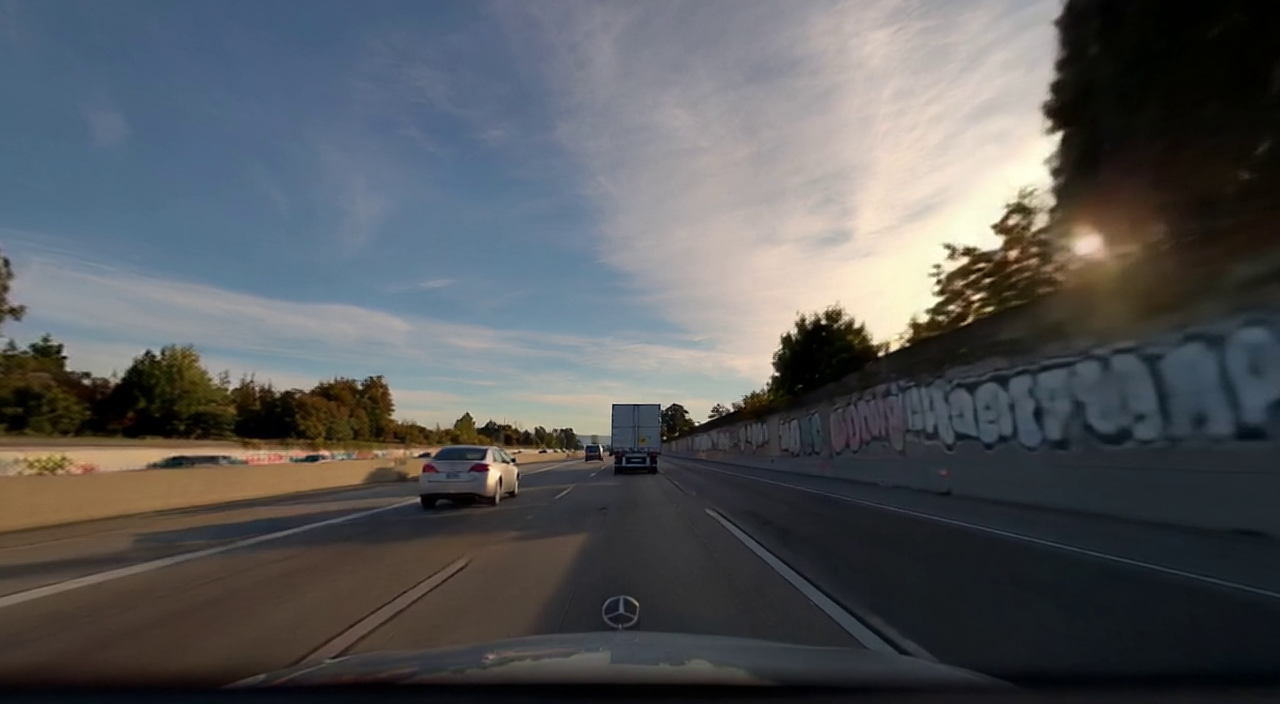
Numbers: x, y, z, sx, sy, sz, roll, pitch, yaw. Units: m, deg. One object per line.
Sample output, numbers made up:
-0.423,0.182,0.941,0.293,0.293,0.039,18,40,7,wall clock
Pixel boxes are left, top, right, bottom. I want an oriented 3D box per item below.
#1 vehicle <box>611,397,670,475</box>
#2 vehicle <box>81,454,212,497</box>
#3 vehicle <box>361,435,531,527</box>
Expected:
-0.122,5.158,37.803,3.042,4.023,10.832,0,-9,-2,vehicle
-19.458,4.836,24.973,1.853,1.495,4.151,0,-9,-1,vehicle
-3.686,2.535,12.824,2.158,1.538,4.047,0,-9,0,vehicle
